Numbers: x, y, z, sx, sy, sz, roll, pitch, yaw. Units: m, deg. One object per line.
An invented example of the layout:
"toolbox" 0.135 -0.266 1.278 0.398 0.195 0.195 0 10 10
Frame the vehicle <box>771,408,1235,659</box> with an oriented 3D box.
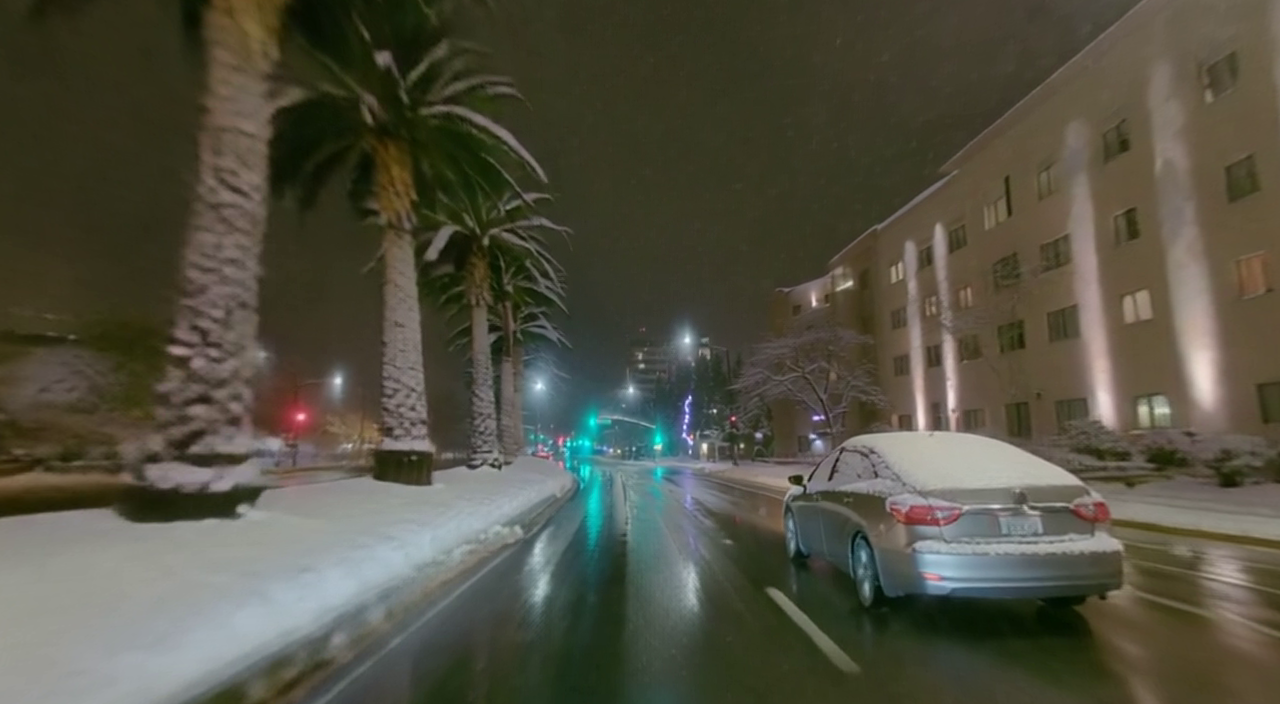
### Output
"vehicle" 2.758 1.475 6.201 1.867 1.554 4.301 0 -9 -2
